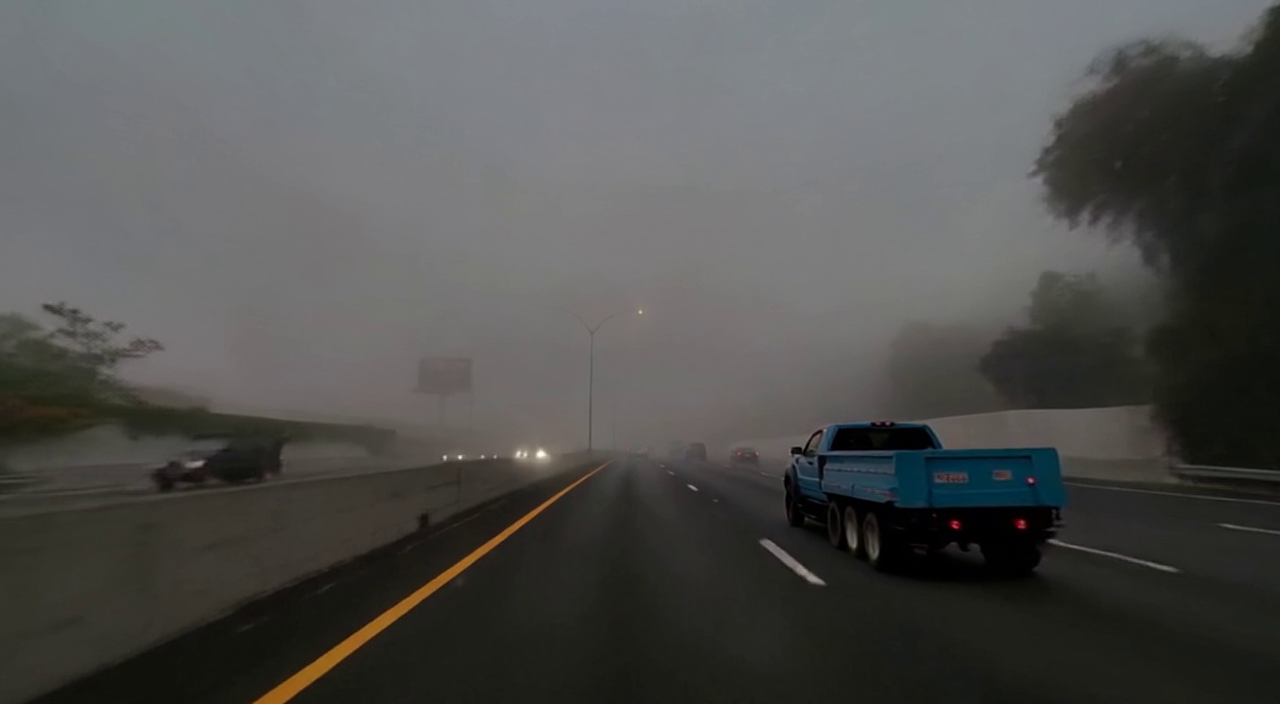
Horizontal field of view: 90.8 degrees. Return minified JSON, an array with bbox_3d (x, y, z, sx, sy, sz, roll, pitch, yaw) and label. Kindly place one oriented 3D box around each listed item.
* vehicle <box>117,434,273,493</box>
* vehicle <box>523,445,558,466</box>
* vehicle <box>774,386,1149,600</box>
[{"bbox_3d":[-17.633,4.428,25.540,2.289,2.077,5.418,0,-8,1],"label":"vehicle"},{"bbox_3d":[-7.770,8.094,49.610,2.035,1.508,3.950,0,-8,0],"label":"vehicle"},{"bbox_3d":[3.073,1.468,7.397,1.973,1.710,4.476,0,-9,-1],"label":"vehicle"}]
